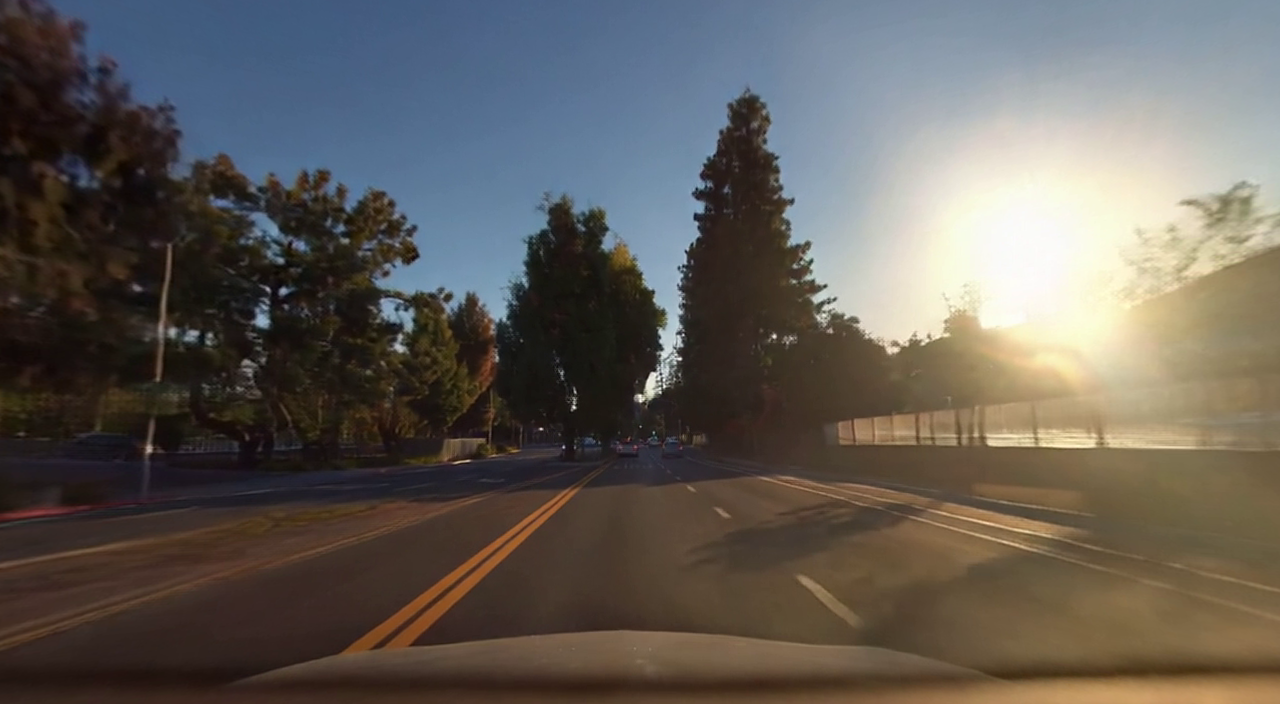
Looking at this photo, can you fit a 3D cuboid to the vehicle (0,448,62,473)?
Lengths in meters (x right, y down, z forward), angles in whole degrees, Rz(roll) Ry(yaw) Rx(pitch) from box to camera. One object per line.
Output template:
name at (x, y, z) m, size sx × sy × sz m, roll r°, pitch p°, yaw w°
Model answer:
vehicle at (-39.187, 6.777, 39.483) m, size 1.763 × 1.419 × 4.591 m, roll -1°, pitch -7°, yaw 0°
